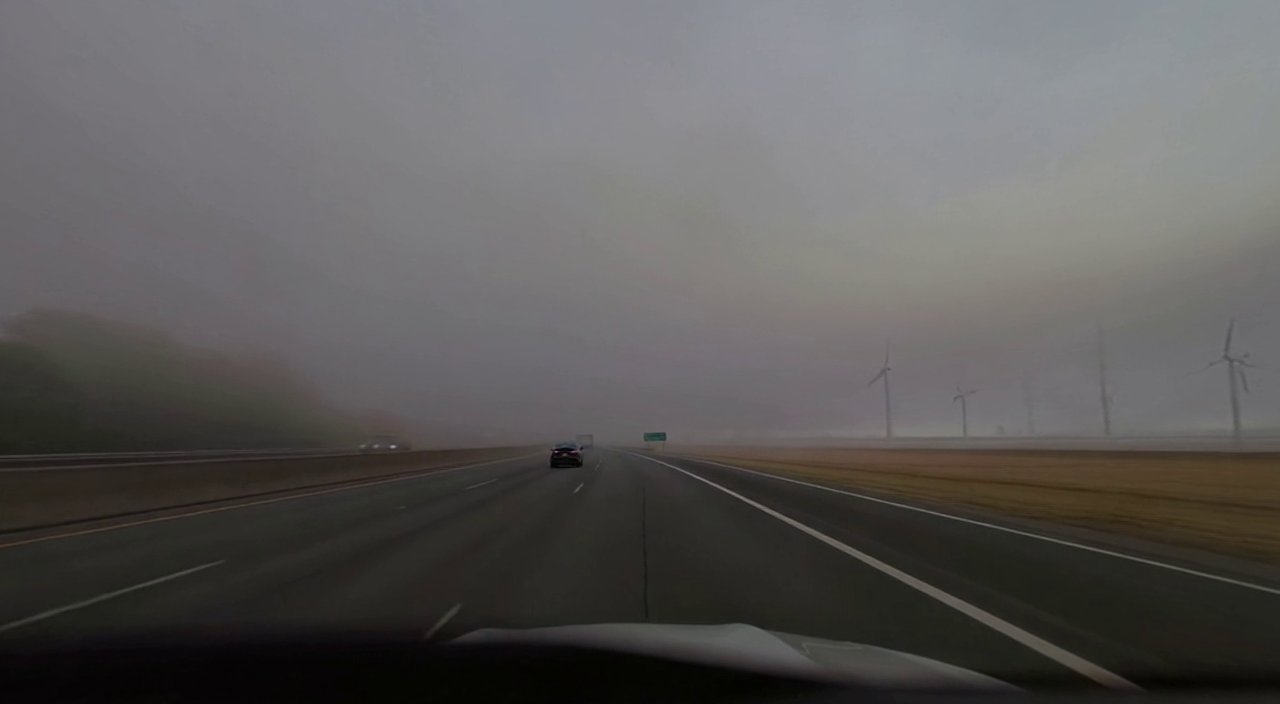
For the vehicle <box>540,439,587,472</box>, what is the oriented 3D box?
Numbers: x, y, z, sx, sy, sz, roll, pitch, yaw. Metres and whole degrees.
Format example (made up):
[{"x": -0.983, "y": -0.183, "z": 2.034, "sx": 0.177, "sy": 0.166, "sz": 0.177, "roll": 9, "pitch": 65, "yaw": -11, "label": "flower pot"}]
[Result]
[{"x": -3.828, "y": 5.230, "z": 32.118, "sx": 2.053, "sy": 1.549, "sz": 4.097, "roll": 0, "pitch": -8, "yaw": -2, "label": "vehicle"}]
